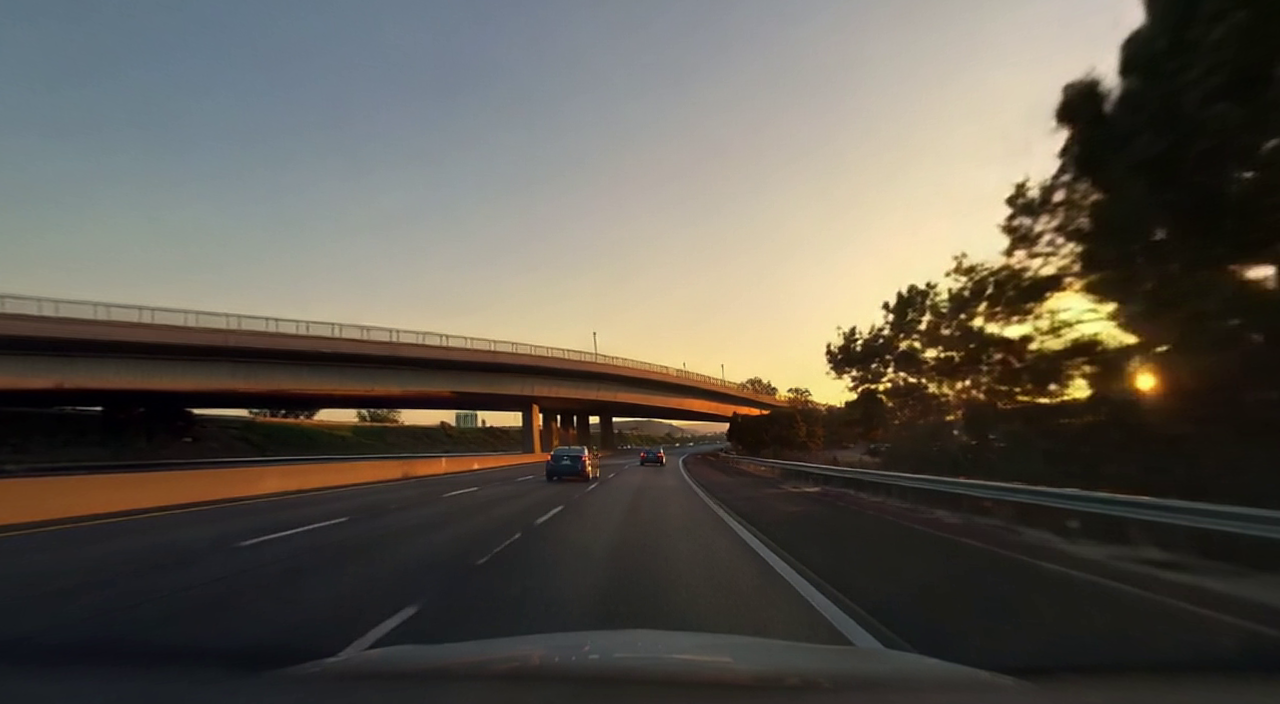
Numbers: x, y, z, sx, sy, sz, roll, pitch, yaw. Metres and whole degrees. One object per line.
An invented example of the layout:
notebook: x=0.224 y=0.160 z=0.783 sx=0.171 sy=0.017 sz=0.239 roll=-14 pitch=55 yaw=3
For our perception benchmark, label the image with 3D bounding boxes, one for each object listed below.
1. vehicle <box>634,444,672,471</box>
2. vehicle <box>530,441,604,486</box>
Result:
vehicle: x=0.775 y=6.269 z=37.614 sx=2.129 sy=1.502 sz=4.321 roll=0 pitch=-9 yaw=1
vehicle: x=-2.693 y=4.242 z=24.288 sx=2.129 sy=1.563 sz=4.387 roll=0 pitch=-9 yaw=2
